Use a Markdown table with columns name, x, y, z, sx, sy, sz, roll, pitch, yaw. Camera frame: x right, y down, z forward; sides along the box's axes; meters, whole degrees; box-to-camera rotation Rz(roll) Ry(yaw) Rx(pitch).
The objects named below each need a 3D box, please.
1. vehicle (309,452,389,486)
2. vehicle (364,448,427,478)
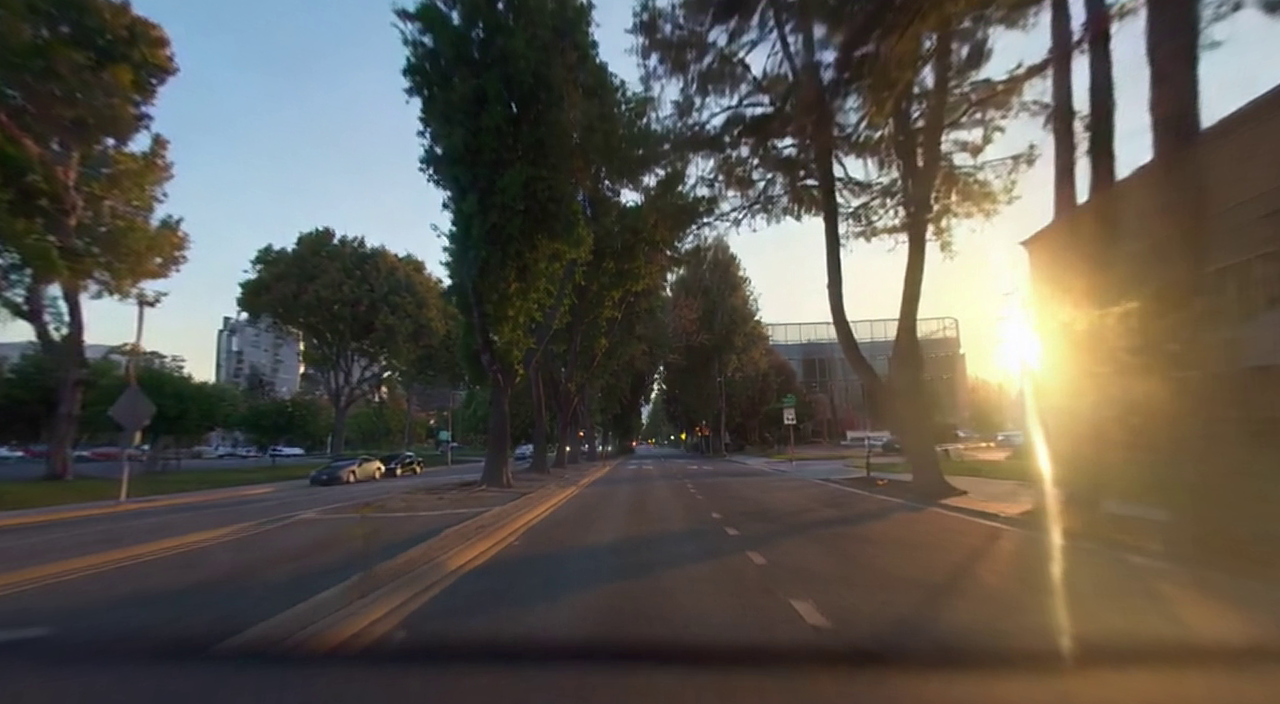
| name | x | y | z | sx | sy | sz | roll | pitch | yaw |
| --- | --- | --- | --- | --- | --- | --- | --- | --- | --- |
| vehicle | -13.988 | 5.628 | 30.579 | 1.835 | 1.434 | 4.325 | 0 | -8 | 0 |
| vehicle | -13.908 | 6.315 | 36.096 | 1.816 | 1.567 | 3.957 | -1 | -8 | 3 |
